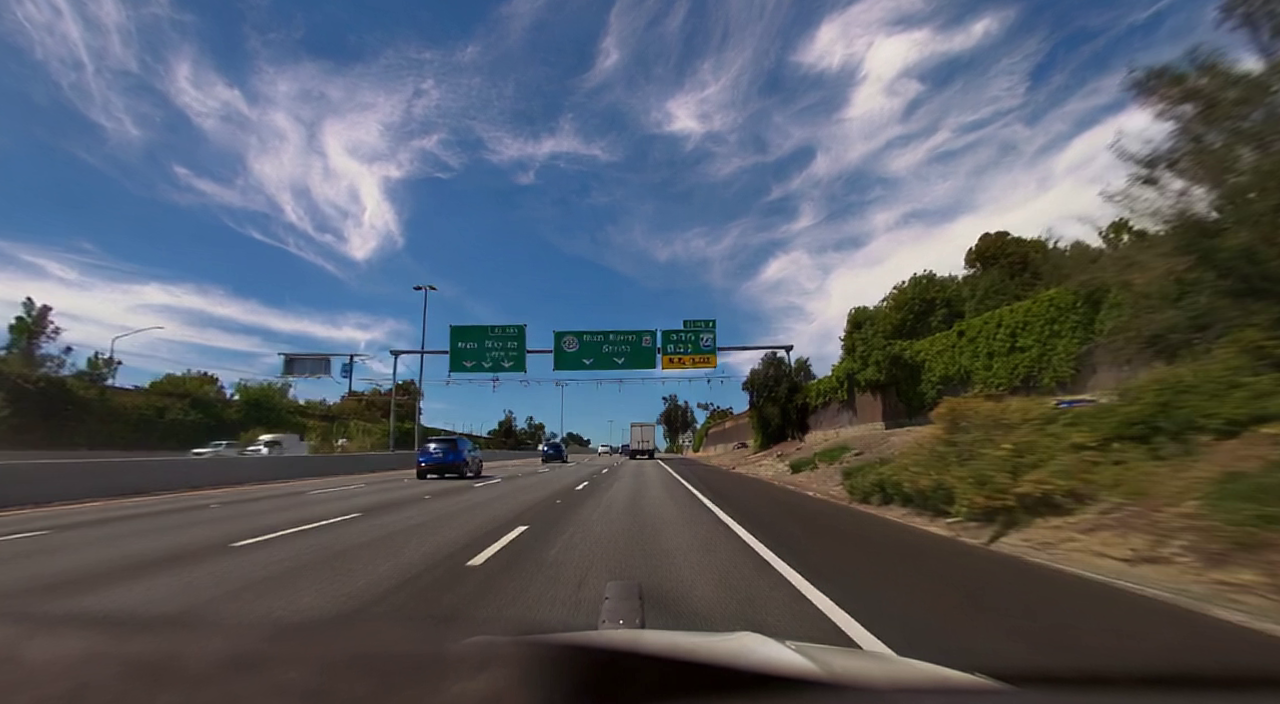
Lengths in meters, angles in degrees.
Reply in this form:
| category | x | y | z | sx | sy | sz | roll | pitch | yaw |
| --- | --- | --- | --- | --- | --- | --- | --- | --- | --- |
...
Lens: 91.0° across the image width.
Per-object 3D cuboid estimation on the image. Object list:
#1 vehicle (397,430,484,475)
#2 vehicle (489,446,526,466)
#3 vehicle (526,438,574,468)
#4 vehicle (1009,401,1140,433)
| category | x | y | z | sx | sy | sz | roll | pitch | yaw |
| --- | --- | --- | --- | --- | --- | --- | --- | --- | --- |
| vehicle | -10.650 | 5.446 | 34.278 | 2.571 | 2.169 | 6.443 | 0 | -9 | 0 |
| vehicle | -10.105 | 7.971 | 48.283 | 1.909 | 1.475 | 4.199 | 0 | -9 | 1 |
| vehicle | -6.366 | 7.229 | 45.260 | 2.502 | 1.997 | 5.697 | 0 | -9 | 0 |
| vehicle | 27.068 | 4.182 | 39.577 | 2.401 | 1.540 | 6.222 | 4 | -11 | -29 |
